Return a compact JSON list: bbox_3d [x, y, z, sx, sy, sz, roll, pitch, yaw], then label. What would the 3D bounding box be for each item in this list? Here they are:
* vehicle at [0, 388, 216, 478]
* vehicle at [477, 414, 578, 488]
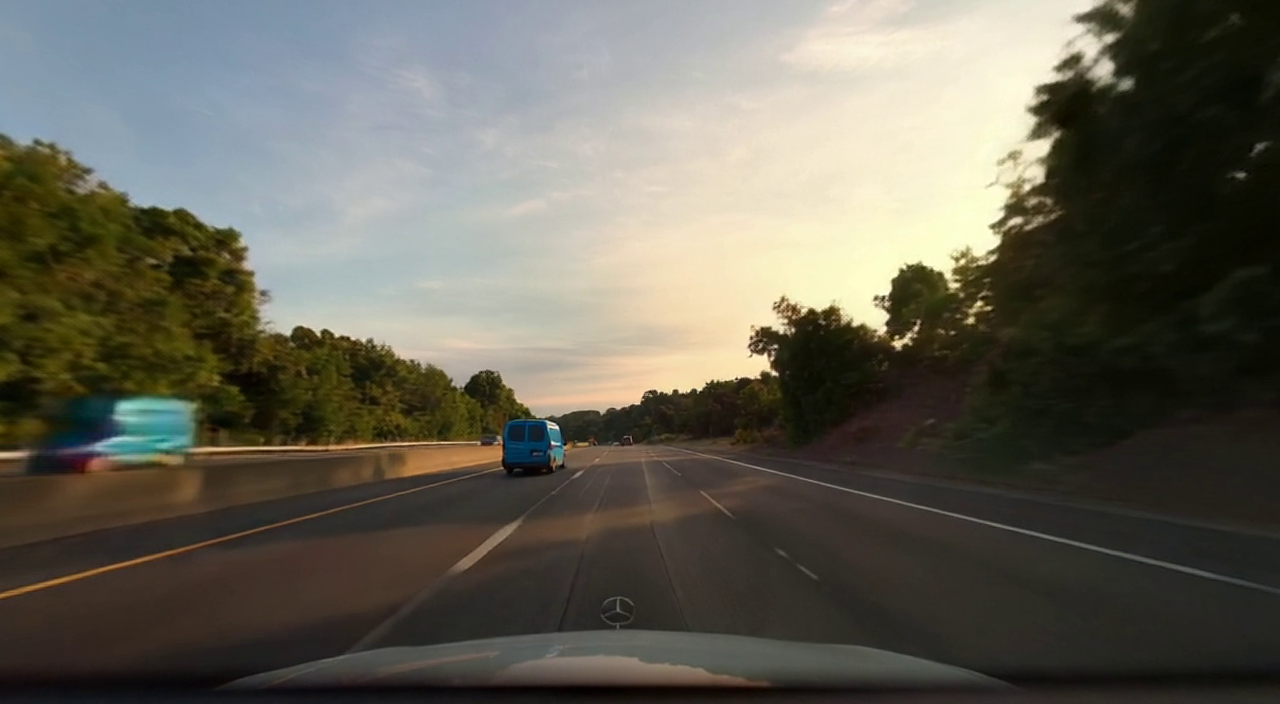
[{"bbox_3d":[-19.500,2.990,23.222,2.695,2.766,7.348,0,-8,-1],"label":"vehicle"},{"bbox_3d":[-3.302,3.021,19.648,2.297,2.011,4.736,0,-8,0],"label":"vehicle"}]
